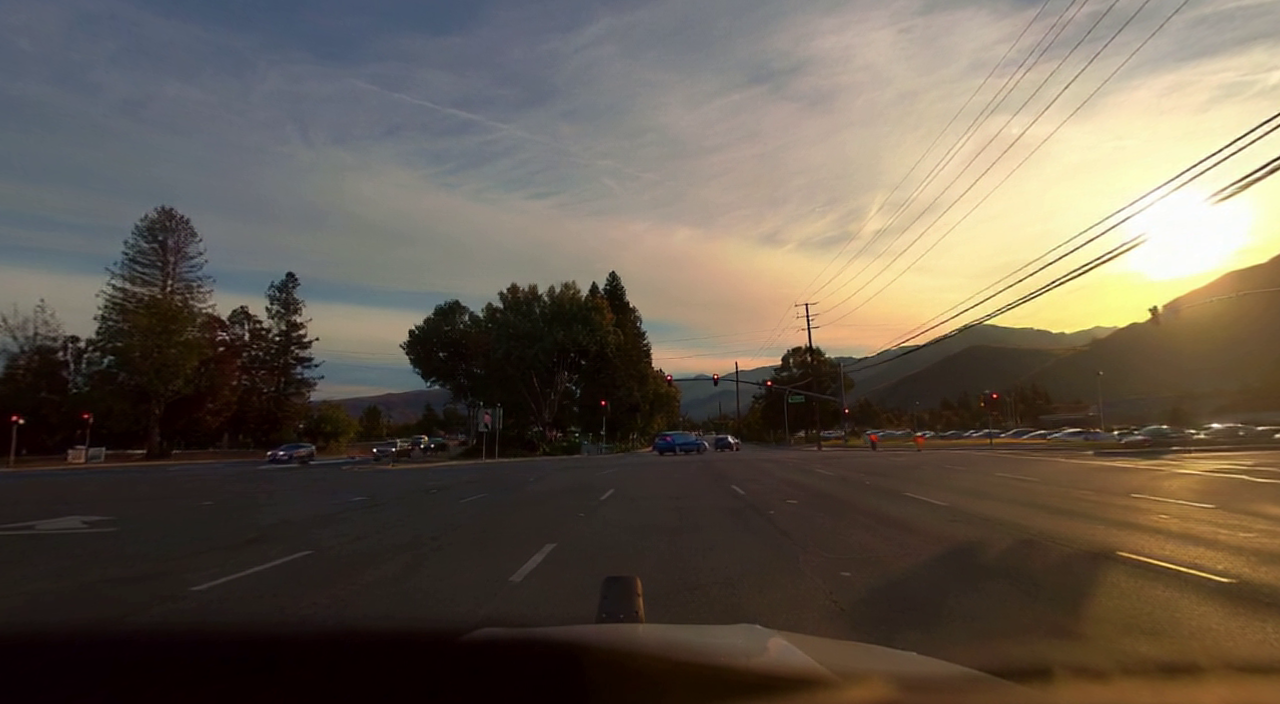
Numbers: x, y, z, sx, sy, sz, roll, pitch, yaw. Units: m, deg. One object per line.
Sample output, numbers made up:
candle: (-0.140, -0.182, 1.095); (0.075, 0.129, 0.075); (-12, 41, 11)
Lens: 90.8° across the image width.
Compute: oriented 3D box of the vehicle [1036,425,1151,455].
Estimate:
vehicle: (26.703, 5.226, 37.349); (5.100, 1.680, 2.055); (0, -8, 3)

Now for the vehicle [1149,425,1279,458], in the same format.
vehicle: (27.288, 4.212, 29.818); (4.778, 1.495, 1.959); (0, -8, 0)

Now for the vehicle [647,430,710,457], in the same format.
vehicle: (2.721, 6.351, 43.672); (2.105, 1.735, 4.812); (-6, -10, 35)
